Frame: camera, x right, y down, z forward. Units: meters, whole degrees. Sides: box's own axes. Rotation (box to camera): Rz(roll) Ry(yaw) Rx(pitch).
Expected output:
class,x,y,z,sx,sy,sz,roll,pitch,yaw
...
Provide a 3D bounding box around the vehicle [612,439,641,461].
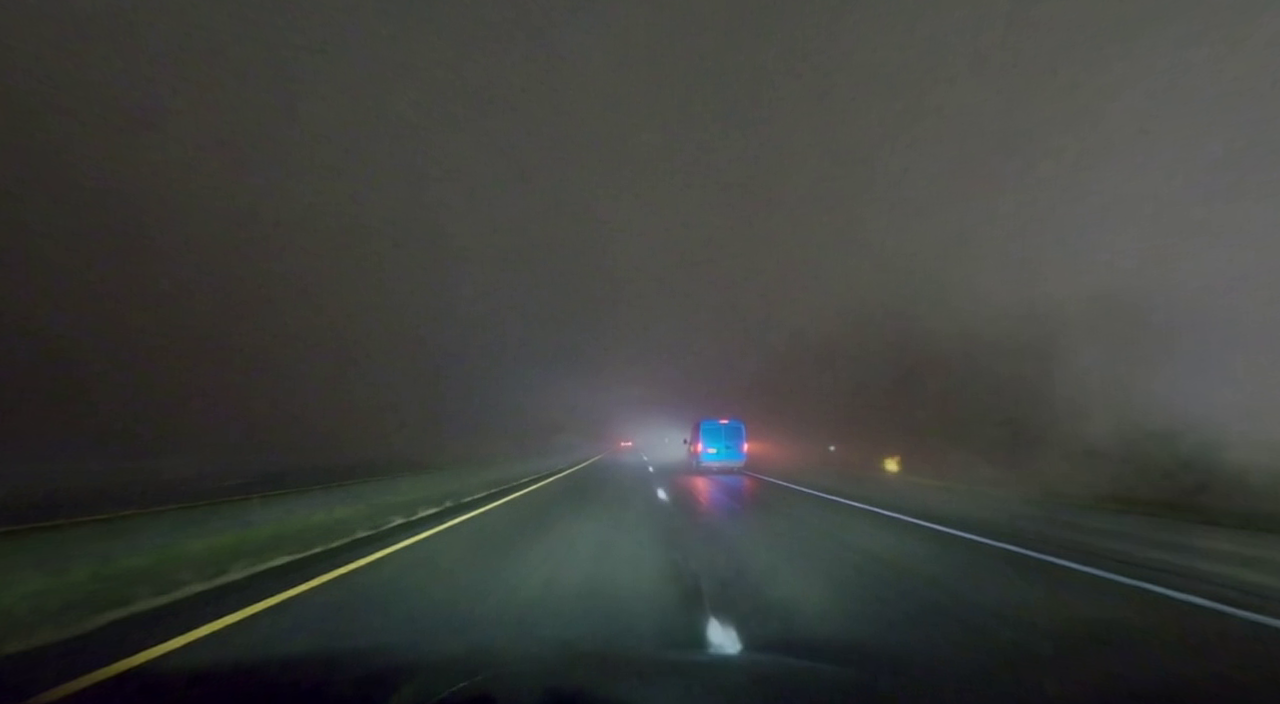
class,x,y,z,sx,sy,sz,roll,pitch,yaw
vehicle,-0.934,6.937,44.858,2.005,1.466,3.739,-1,-8,0

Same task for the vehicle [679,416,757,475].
class,x,y,z,sx,sy,sz,roll,pitch,yaw
vehicle,2.879,3.605,24.485,2.269,2.048,4.679,0,-8,-2
